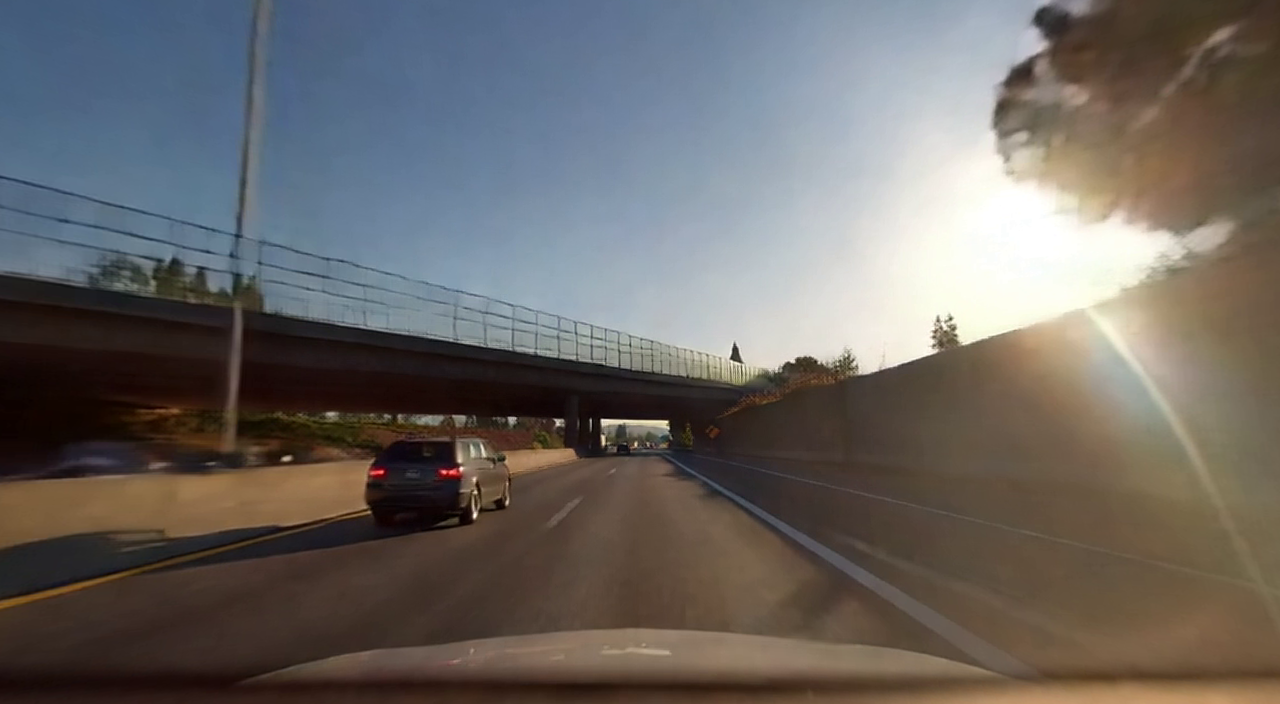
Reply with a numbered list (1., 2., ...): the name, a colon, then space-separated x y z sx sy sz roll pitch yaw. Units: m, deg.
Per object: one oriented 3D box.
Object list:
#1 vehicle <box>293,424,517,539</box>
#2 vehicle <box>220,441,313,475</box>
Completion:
1. vehicle: -3.585 2.056 10.641 2.051 1.531 4.250 0 -8 1
2. vehicle: -18.459 5.224 31.335 1.895 1.574 4.217 0 -8 3
